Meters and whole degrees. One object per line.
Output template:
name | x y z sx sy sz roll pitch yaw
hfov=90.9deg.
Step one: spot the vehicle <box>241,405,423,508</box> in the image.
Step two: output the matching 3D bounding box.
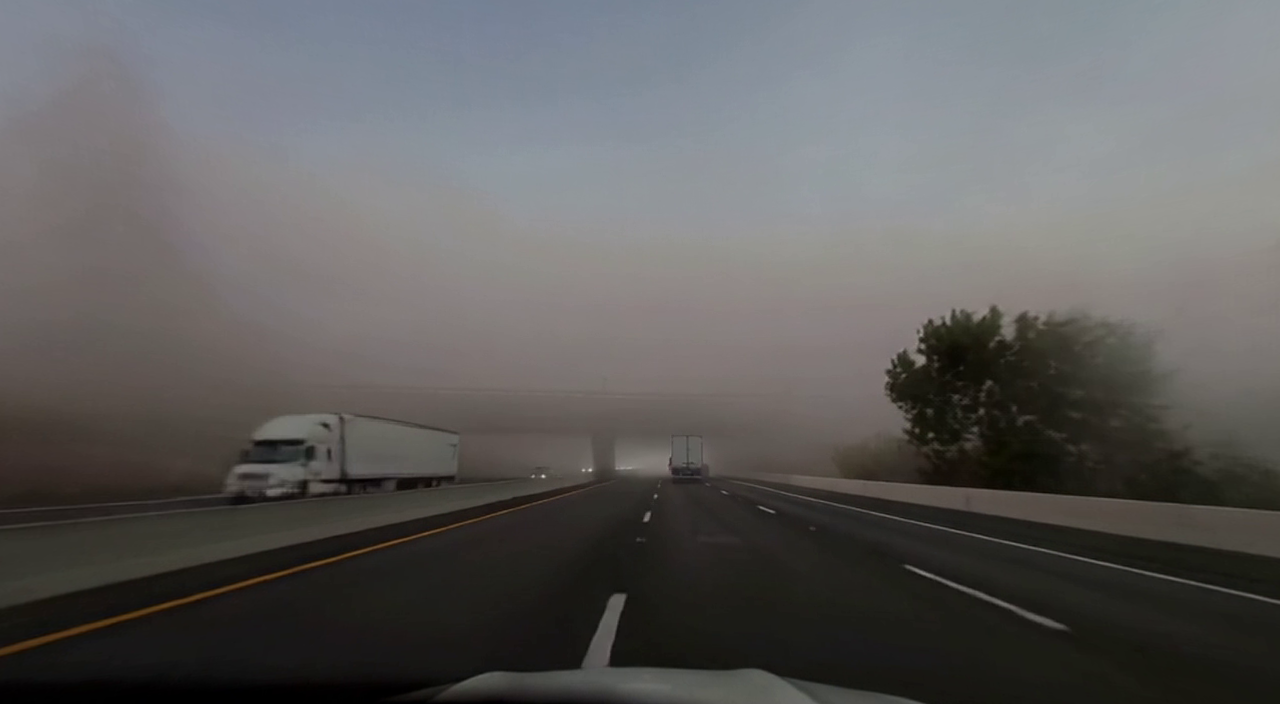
vehicle | -13.776 5.008 29.719 2.906 3.916 10.242 0 -11 2
